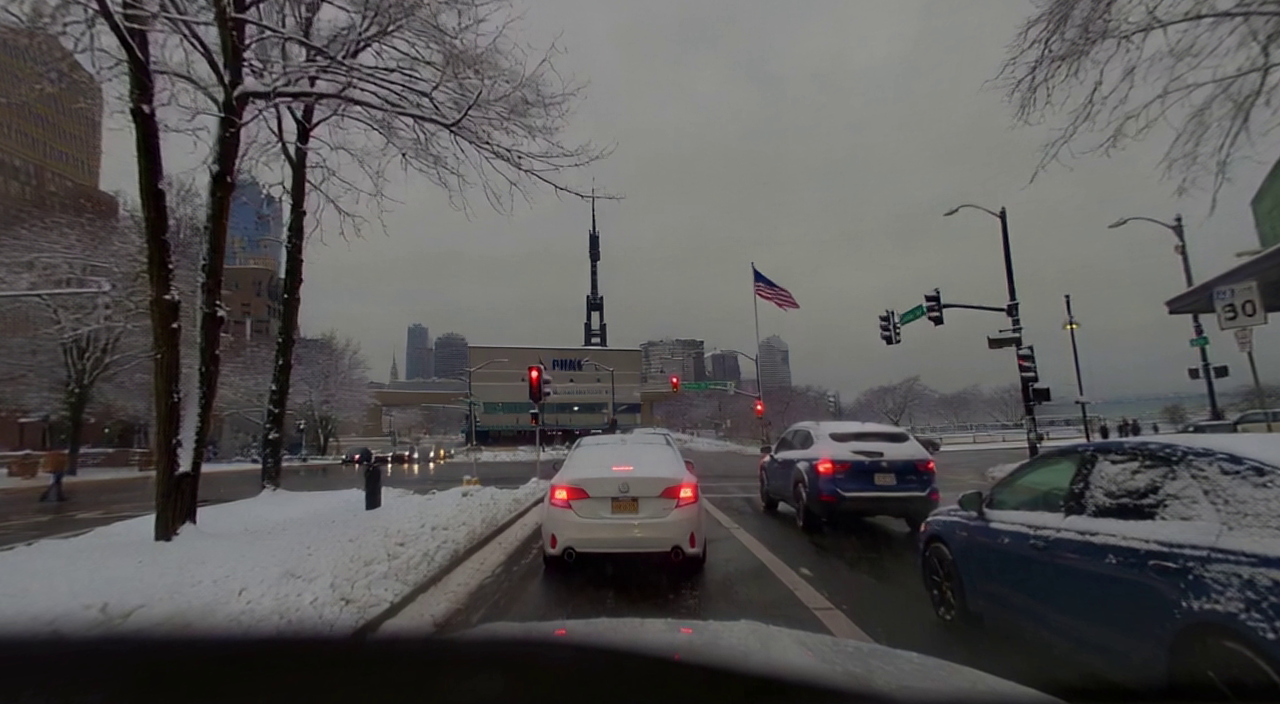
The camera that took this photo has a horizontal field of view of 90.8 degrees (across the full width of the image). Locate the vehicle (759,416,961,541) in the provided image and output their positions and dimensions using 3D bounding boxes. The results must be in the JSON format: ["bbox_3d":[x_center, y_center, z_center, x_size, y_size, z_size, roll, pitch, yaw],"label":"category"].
[{"bbox_3d":[3.520,2.115,11.217,1.978,1.738,4.599,0,-8,1],"label":"vehicle"}]

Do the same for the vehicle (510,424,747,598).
[{"bbox_3d":[-0.109,1.699,7.558,2.096,1.521,3.747,0,-8,0],"label":"vehicle"}]

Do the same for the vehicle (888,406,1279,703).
[{"bbox_3d":[3.382,1.180,4.022,1.833,1.465,4.258,0,-8,-1],"label":"vehicle"}]
